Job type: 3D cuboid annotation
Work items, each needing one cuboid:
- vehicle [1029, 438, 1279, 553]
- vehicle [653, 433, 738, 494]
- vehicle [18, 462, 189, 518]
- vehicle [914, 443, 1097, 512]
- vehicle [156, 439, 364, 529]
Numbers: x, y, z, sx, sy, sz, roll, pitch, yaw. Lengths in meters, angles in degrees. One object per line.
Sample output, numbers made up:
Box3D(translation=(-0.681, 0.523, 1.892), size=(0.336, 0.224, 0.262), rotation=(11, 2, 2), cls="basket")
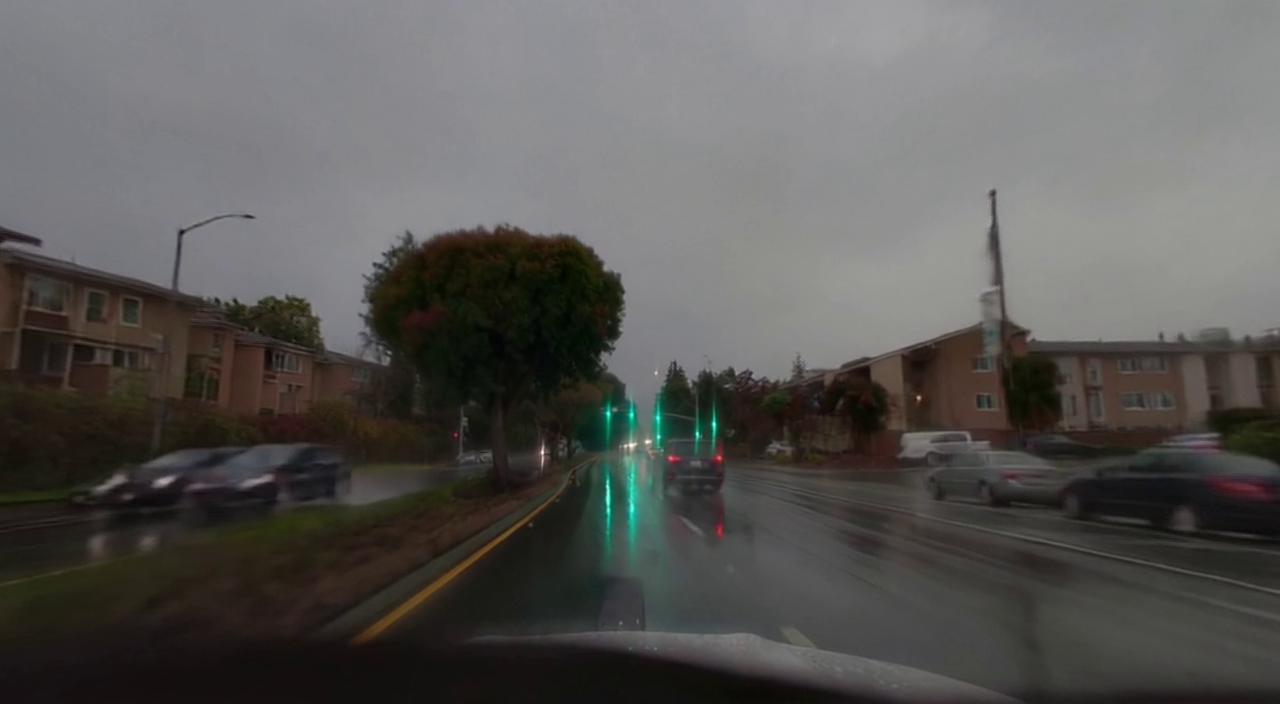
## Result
Box3D(translation=(9.200, 2.221, 10.560), size=(1.936, 1.485, 5.111), rotation=(0, -9, -3), cls="vehicle")
Box3D(translation=(1.680, 3.602, 20.787), size=(2.085, 1.763, 4.490), rotation=(0, -9, -4), cls="vehicle")
Box3D(translation=(-18.629, 4.770, 22.326), size=(1.979, 1.489, 4.902), rotation=(-1, -8, -3), cls="vehicle")
Box3D(translation=(8.986, 3.085, 16.101), size=(1.858, 1.489, 4.556), rotation=(0, -9, -1), cls="vehicle")
Box3D(translation=(-8.208, 2.844, 14.283), size=(2.033, 1.685, 4.420), rotation=(0, -9, -2), cls="vehicle")
